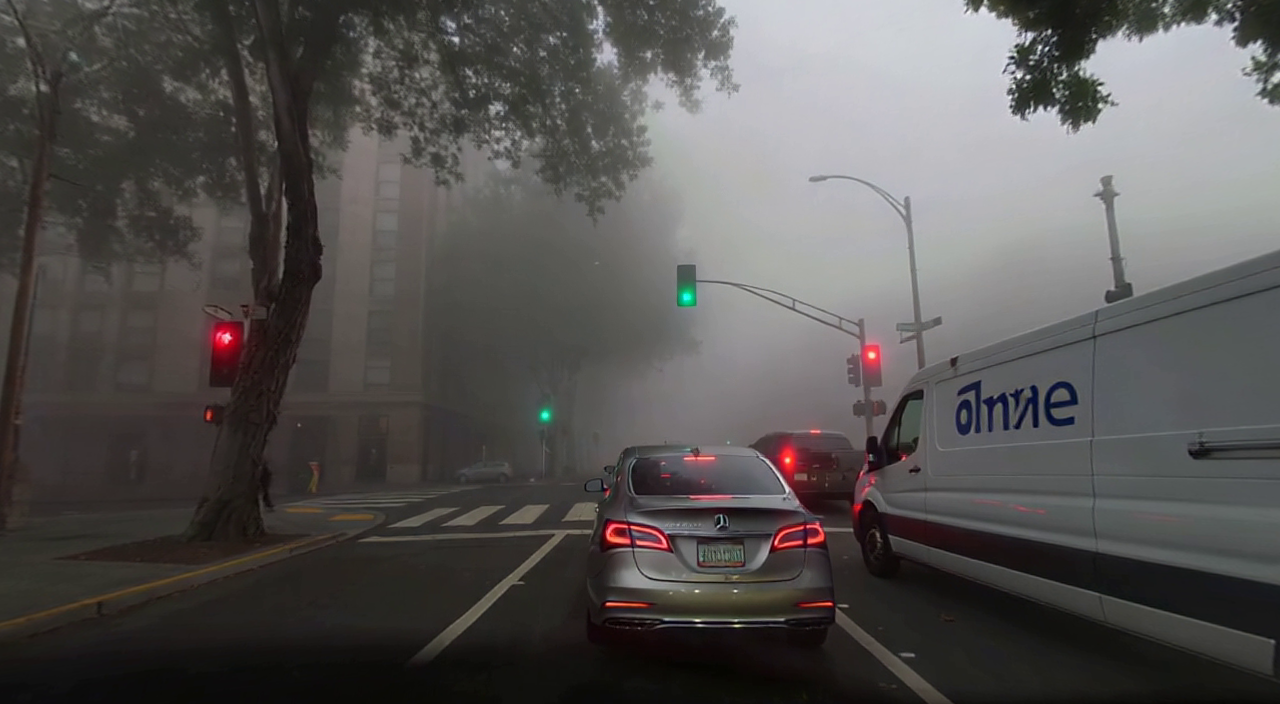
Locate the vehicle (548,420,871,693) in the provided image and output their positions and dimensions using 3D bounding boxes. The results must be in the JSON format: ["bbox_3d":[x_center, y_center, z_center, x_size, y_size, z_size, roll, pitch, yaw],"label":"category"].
[{"bbox_3d":[0.388,1.587,5.734,1.961,1.629,3.610,1,-11,-1],"label":"vehicle"}]

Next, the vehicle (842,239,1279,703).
[{"bbox_3d":[2.849,0.886,2.891,2.054,1.965,5.248,1,-11,0],"label":"vehicle"}]
